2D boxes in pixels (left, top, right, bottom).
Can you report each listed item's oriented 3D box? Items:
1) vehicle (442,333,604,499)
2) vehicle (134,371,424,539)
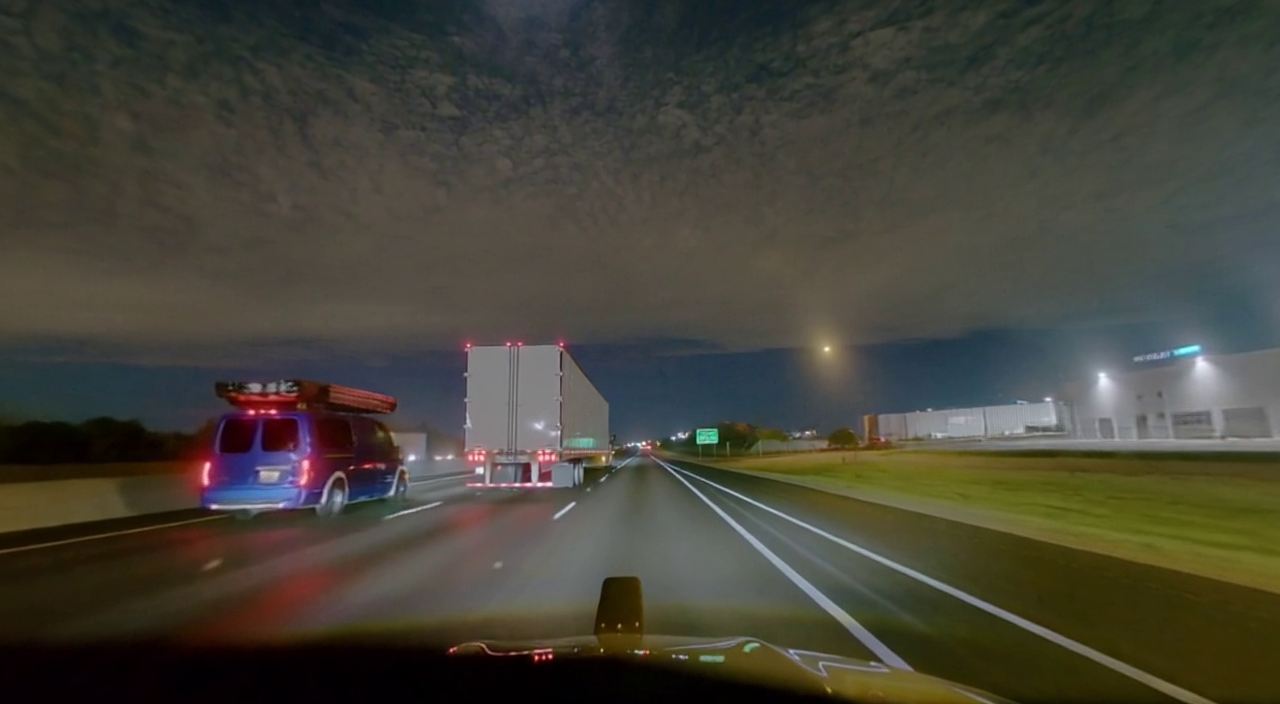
[{"bbox_3d":[-3.404,2.779,24.084,2.939,4.132,16.303,1,-8,0],"label":"vehicle"},{"bbox_3d":[-6.809,2.075,13.166,2.385,2.672,6.049,0,-8,0],"label":"vehicle"}]
